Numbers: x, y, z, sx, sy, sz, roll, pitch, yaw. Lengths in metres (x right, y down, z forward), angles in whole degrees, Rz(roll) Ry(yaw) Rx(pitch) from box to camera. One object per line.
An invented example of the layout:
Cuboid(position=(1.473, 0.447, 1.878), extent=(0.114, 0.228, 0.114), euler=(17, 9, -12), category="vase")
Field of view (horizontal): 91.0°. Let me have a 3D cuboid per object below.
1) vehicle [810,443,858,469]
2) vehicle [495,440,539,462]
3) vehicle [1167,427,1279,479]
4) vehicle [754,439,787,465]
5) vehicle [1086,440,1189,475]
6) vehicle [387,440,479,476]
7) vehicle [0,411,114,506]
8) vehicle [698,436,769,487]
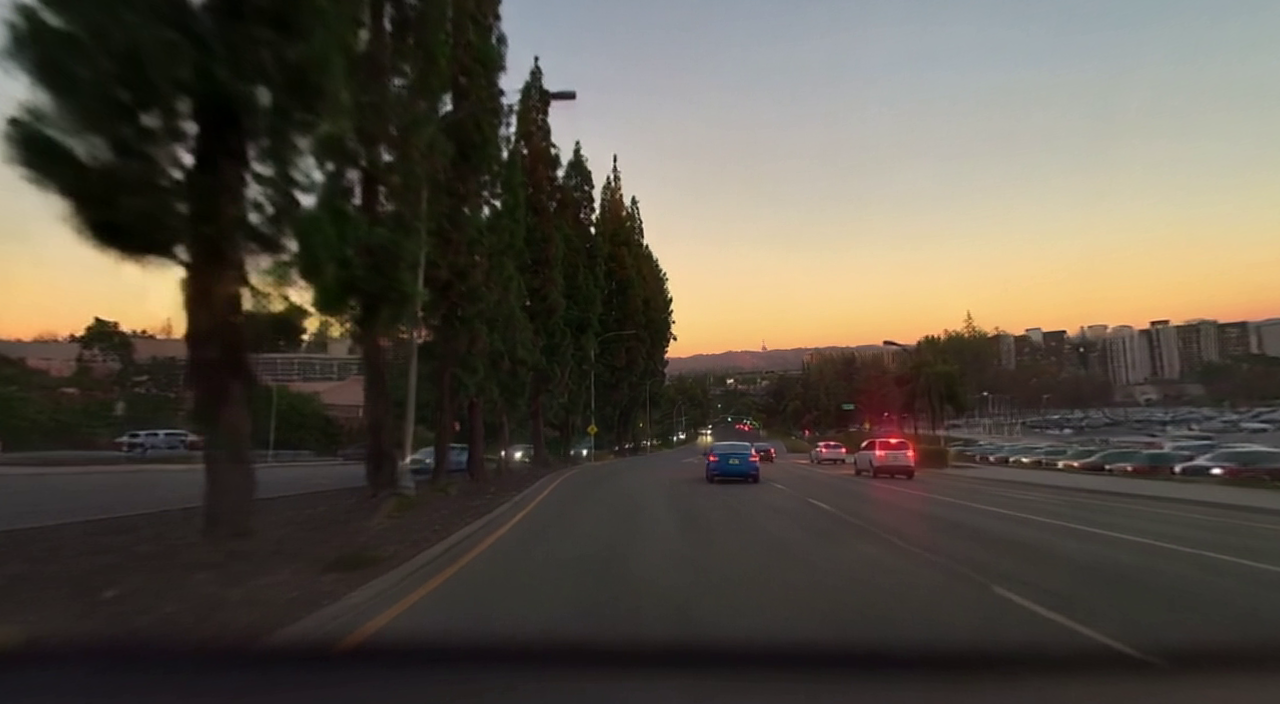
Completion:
Cuboid(position=(11.955, 6.441, 39.065), extent=(1.928, 1.488, 4.361), euler=(-1, -8, 5), category="vehicle")
Cuboid(position=(-9.562, 7.740, 49.297), extent=(1.990, 1.581, 4.706), euler=(-1, -9, 6), category="vehicle")
Cuboid(position=(26.534, 4.419, 27.564), extent=(5.111, 2.085, 2.461), euler=(2, -9, -12), category="vehicle")
Cuboid(position=(9.693, 7.427, 46.915), extent=(1.976, 1.796, 4.159), euler=(-1, -8, 6), category="vehicle")
Cuboid(position=(27.771, 5.835, 35.155), extent=(4.719, 1.851, 1.920), euler=(2, -8, -14), category="vehicle")
Cuboid(position=(-8.809, 4.554, 27.222), extent=(2.089, 1.400, 4.467), euler=(-1, -8, 6), category="vehicle")
Cuboid(position=(-13.437, 2.086, 12.378), extent=(1.951, 1.829, 4.648), euler=(0, -8, 3), category="vehicle")
Cuboid(position=(3.221, 3.867, 22.542), extent=(2.145, 1.603, 4.369), euler=(0, -8, 4), category="vehicle")
